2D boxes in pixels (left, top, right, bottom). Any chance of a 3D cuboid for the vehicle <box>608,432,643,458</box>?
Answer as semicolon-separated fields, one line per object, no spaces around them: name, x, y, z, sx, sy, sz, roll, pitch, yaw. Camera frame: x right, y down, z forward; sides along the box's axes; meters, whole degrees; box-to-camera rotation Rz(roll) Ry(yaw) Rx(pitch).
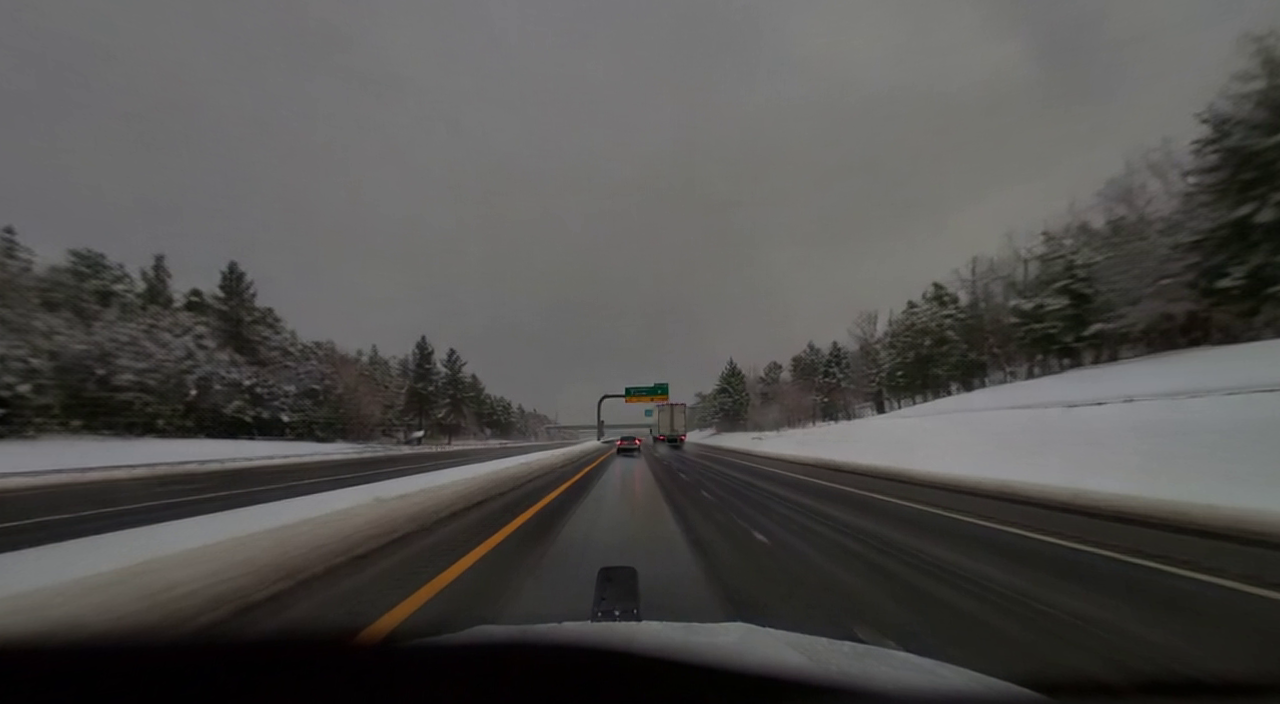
vehicle;-0.874;5.867;39.778;2.095;1.557;3.963;0;-8;-1
